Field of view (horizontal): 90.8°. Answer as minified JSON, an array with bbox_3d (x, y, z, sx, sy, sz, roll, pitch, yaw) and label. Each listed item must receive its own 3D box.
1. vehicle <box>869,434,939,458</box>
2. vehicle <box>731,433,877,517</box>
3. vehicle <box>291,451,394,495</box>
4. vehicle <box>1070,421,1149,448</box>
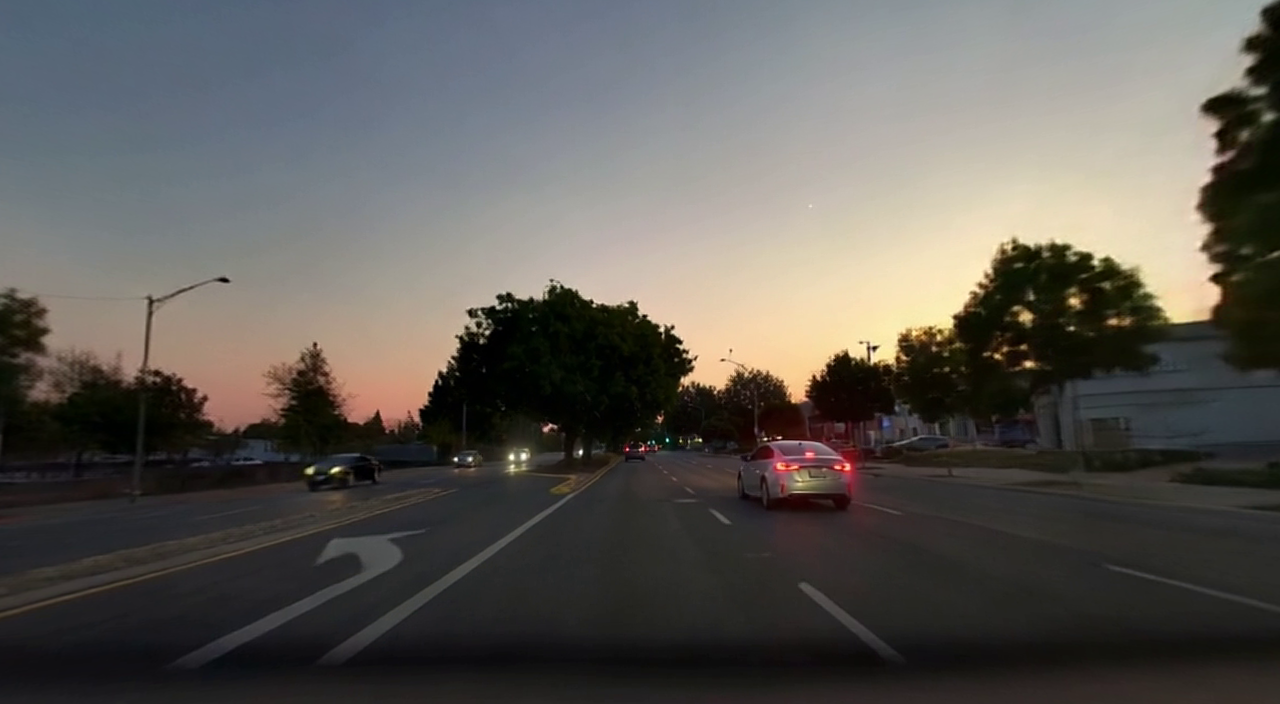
[{"bbox_3d":[19.969,7.142,47.881,4.376,1.735,1.854,0,-9,-2],"label":"vehicle"},{"bbox_3d":[3.520,2.737,14.631,1.995,1.616,4.729,0,-9,-1],"label":"vehicle"},{"bbox_3d":[-12.470,5.066,26.883,2.044,1.631,4.777,0,-9,0],"label":"vehicle"},{"bbox_3d":[35.612,6.313,48.017,4.356,1.913,2.003,-1,-8,-2],"label":"vehicle"}]
